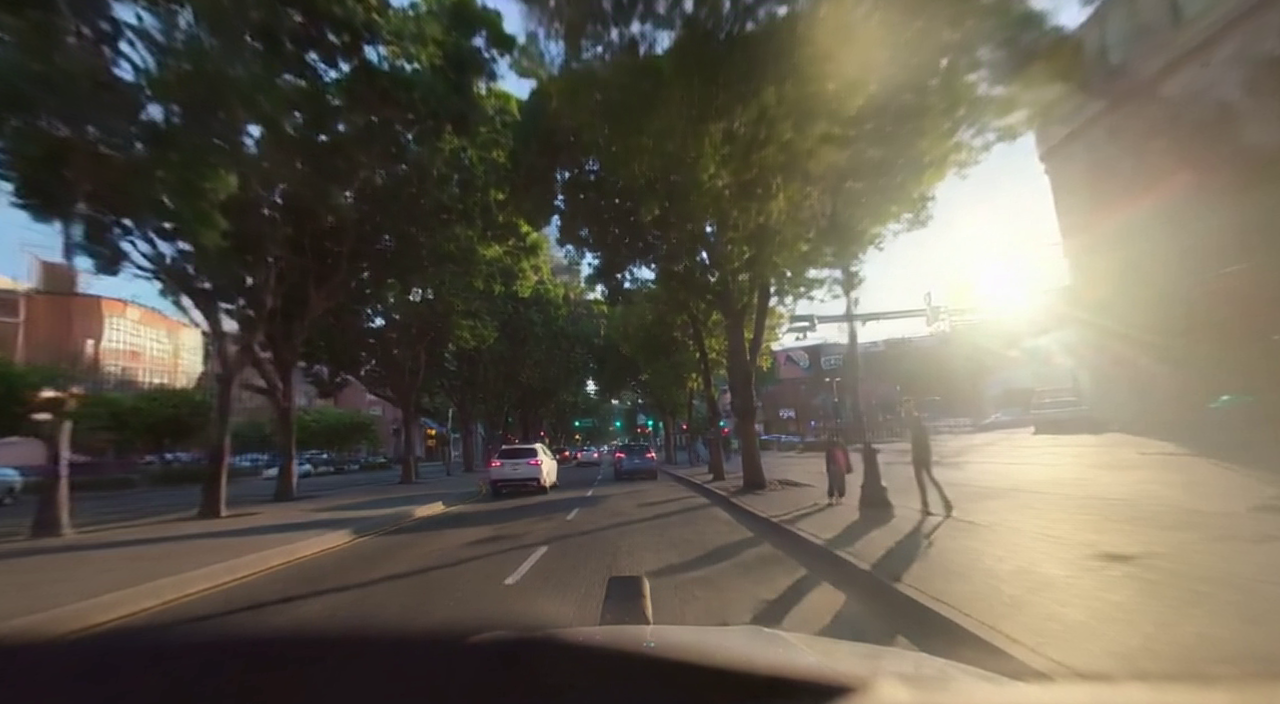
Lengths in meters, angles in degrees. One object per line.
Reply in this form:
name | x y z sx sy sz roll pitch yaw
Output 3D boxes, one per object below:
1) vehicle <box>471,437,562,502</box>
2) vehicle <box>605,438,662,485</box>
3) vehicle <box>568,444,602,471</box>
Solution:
vehicle | -3.580 3.476 19.008 1.940 1.722 3.823 0 -9 0
vehicle | -0.292 4.420 25.787 2.120 1.758 3.917 0 -9 -1
vehicle | -3.971 7.694 46.347 2.220 1.847 4.587 0 -9 -2
